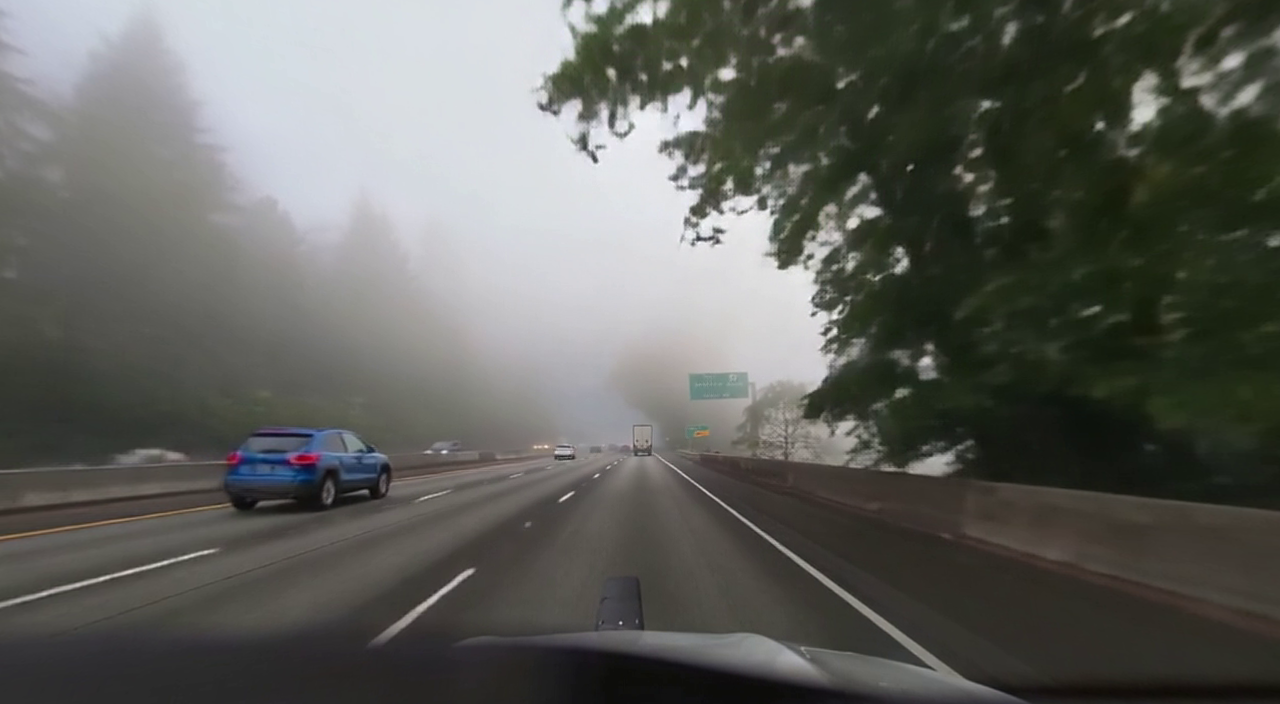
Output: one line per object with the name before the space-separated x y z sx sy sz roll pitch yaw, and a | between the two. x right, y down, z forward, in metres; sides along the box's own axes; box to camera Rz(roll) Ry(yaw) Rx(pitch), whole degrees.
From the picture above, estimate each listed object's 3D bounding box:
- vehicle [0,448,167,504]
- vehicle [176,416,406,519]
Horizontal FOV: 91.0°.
vehicle | -17.710 3.805 19.794 2.002 1.515 4.650 0 -9 1
vehicle | -7.103 2.409 13.604 2.253 1.815 4.618 0 -9 1
